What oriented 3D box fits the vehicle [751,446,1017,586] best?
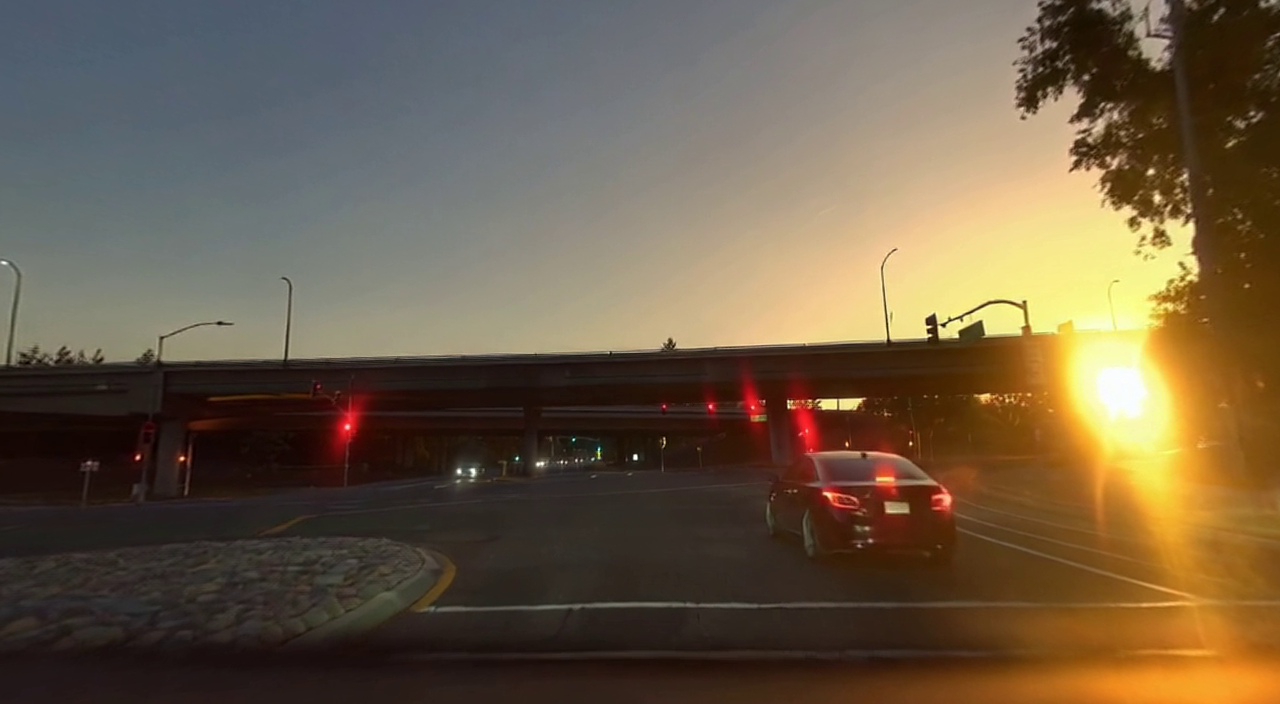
[{"bbox_3d":[2.953,2.068,8.924,1.909,1.425,4.521,0,-9,0],"label":"vehicle"}]

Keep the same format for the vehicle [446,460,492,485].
[{"bbox_3d":[-12.782,9.013,47.519,2.126,1.506,5.411,-3,-9,-2],"label":"vehicle"}]
